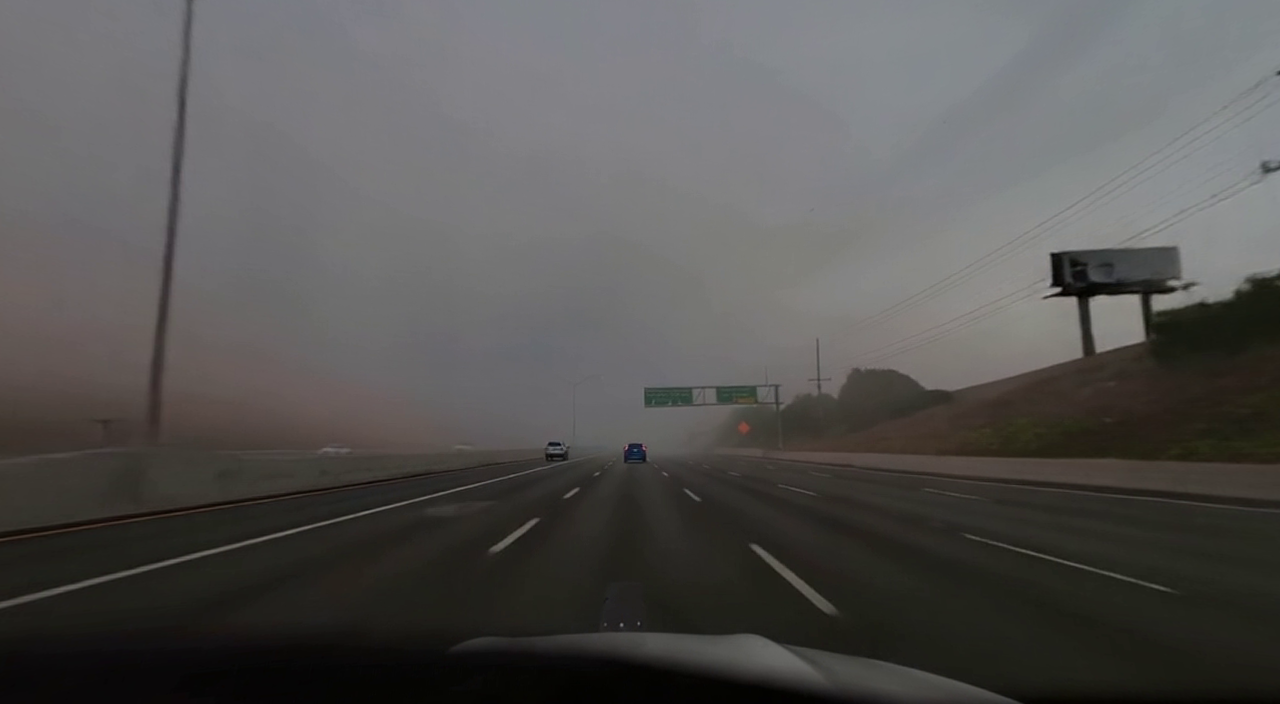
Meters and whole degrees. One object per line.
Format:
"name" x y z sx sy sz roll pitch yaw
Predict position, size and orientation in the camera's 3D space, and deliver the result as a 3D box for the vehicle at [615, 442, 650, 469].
"vehicle" -0.503 6.435 39.545 2.074 1.574 3.971 0 -8 -1
